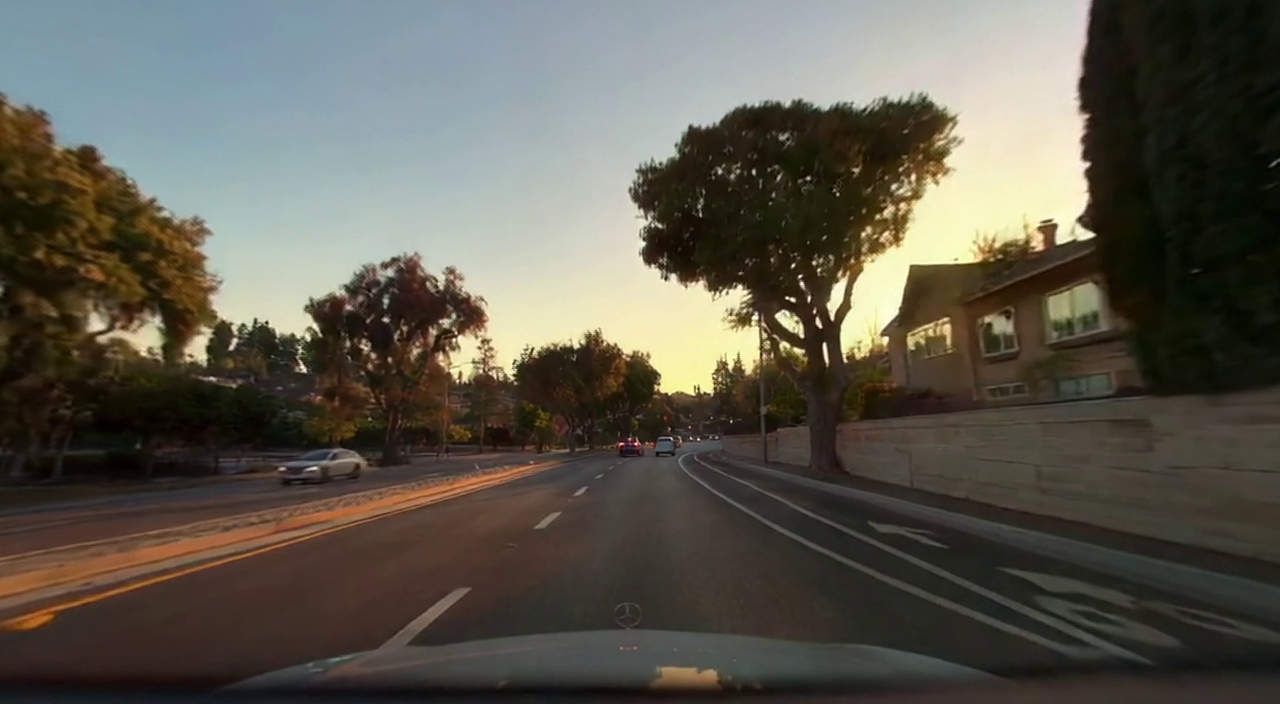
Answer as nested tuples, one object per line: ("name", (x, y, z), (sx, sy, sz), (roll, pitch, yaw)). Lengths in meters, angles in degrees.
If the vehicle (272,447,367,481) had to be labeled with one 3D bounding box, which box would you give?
("vehicle", (-15.017, 5.265, 29.785), (1.889, 1.461, 4.730), (-1, -9, 2))
